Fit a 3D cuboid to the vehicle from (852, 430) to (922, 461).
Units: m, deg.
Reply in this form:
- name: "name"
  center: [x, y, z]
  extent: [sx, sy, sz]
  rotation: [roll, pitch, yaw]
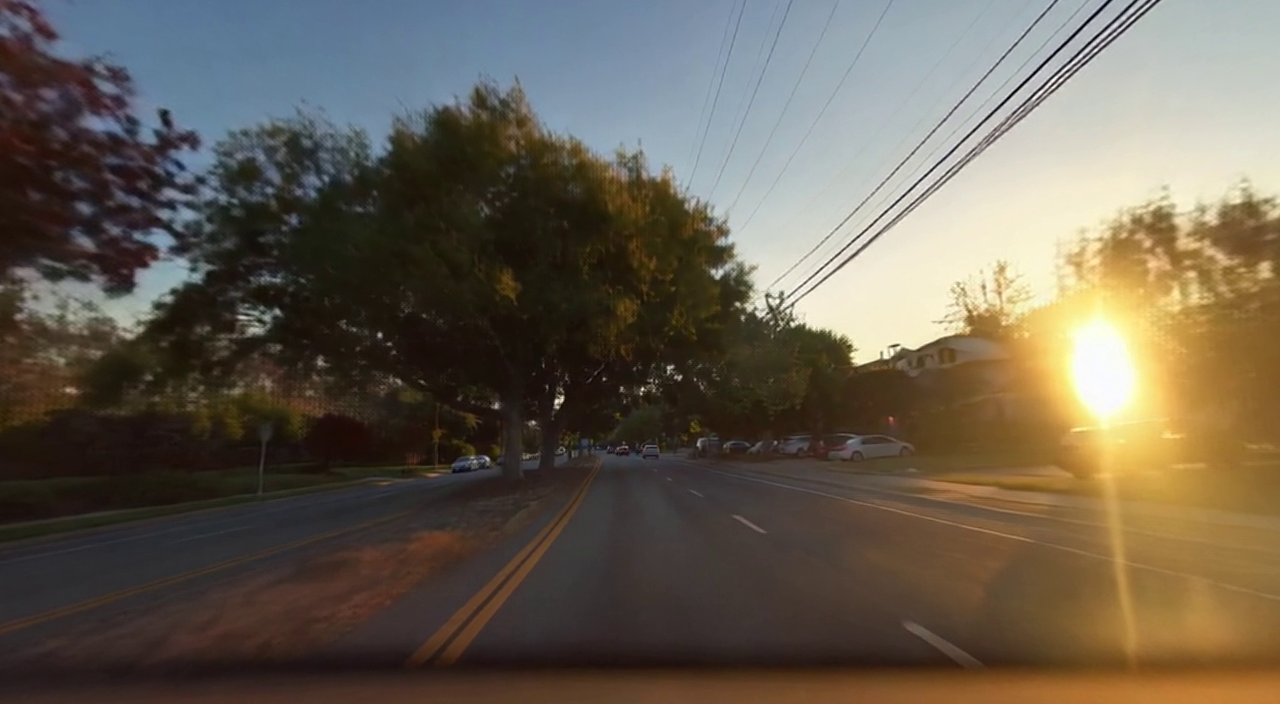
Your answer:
- name: "vehicle"
  center: [12.812, 4.905, 33.072]
  extent: [1.889, 1.499, 4.218]
  rotation: [0, -8, -1]

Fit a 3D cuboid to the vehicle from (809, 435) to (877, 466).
- name: "vehicle"
  center: [10.321, 5.034, 32.501]
  extent: [1.847, 1.455, 4.650]
  rotation: [0, -8, -1]

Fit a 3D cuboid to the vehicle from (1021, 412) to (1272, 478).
- name: "vehicle"
  center: [12.841, 2.391, 16.269]
  extent: [4.767, 1.557, 1.994]
  rotation: [0, -8, -2]

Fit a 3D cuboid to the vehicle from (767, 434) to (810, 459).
- name: "vehicle"
  center: [10.817, 6.916, 46.327]
  extent: [2.044, 1.716, 4.637]
  rotation: [0, -8, 1]
